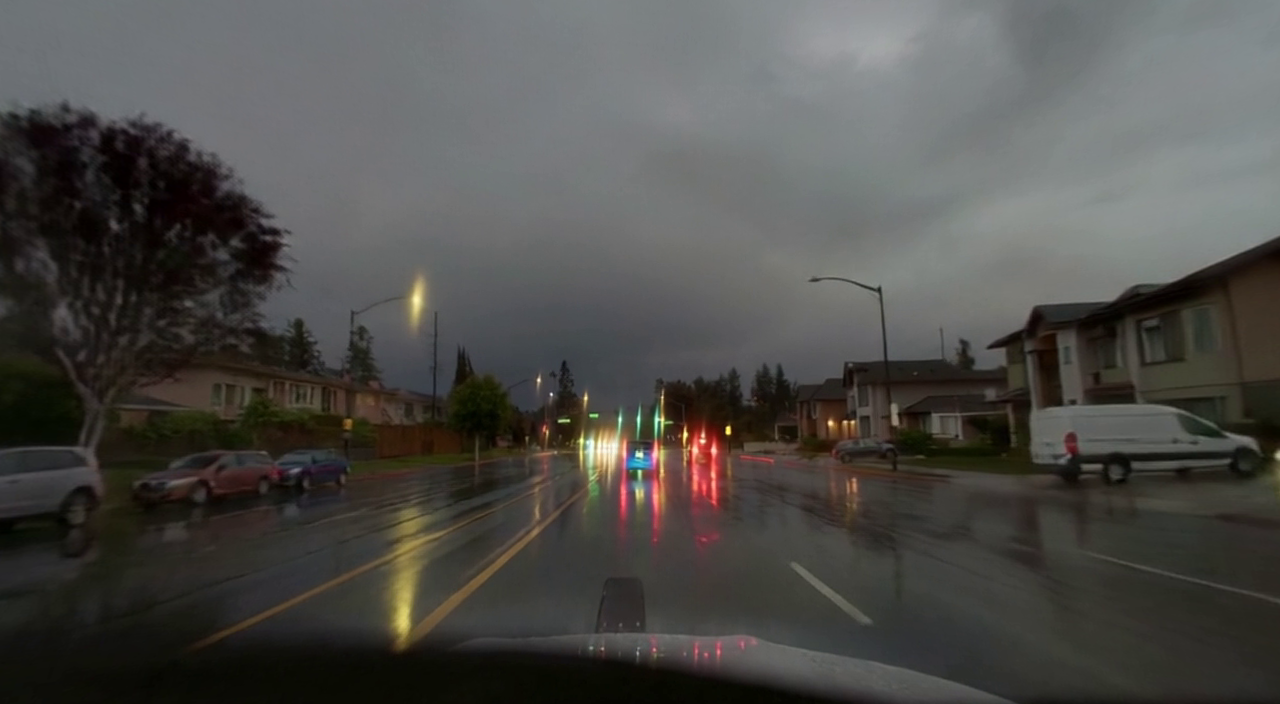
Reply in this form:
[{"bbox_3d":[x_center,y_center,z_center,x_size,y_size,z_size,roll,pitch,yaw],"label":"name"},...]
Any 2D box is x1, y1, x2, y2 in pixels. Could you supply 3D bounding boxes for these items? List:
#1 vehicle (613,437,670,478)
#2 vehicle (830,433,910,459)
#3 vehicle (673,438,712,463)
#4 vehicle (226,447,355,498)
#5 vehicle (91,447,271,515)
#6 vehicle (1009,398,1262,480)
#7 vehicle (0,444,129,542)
[{"bbox_3d":[0.025,4.163,25.147,2.093,1.497,4.010,0,-9,-1],"label":"vehicle"},{"bbox_3d":[15.175,6.227,41.813,4.456,1.520,1.911,-2,-9,-2],"label":"vehicle"},{"bbox_3d":[3.431,6.553,42.026,2.161,1.519,4.568,0,-9,0],"label":"vehicle"},{"bbox_3d":[-14.275,4.904,26.329,2.078,1.833,5.666,-1,-9,1],"label":"vehicle"},{"bbox_3d":[-14.508,4.045,20.477,2.140,1.899,4.900,0,-9,0],"label":"vehicle"},{"bbox_3d":[14.795,2.636,19.164,5.696,2.299,2.292,0,-9,-2],"label":"vehicle"},{"bbox_3d":[-14.422,2.959,13.304,2.351,2.008,5.971,0,-9,-1],"label":"vehicle"}]
